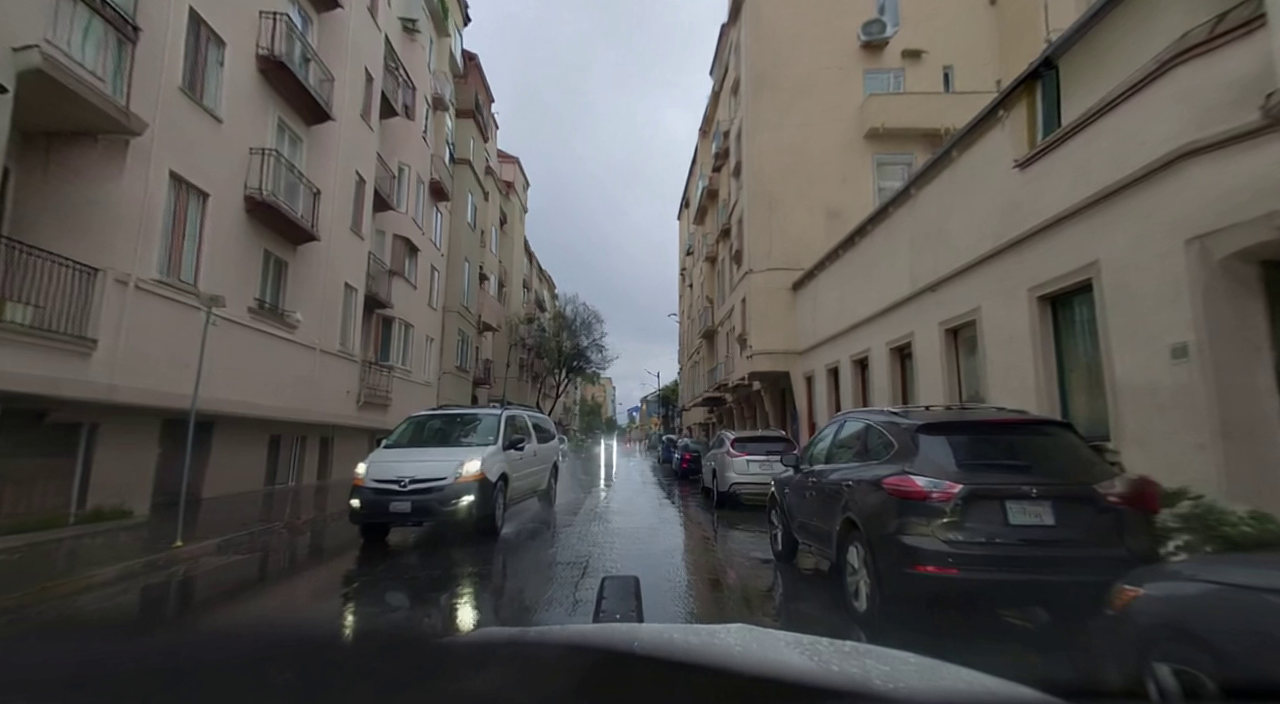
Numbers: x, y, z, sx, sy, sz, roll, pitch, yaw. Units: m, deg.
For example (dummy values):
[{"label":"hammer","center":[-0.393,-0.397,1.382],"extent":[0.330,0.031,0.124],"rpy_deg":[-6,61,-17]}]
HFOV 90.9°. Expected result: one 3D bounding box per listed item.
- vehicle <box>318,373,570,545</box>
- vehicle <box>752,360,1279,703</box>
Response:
[{"label":"vehicle","center":[-2.733,1.685,10.553],"extent":[2.195,2.103,5.420],"rpy_deg":[-1,-8,3]},{"label":"vehicle","center":[2.222,1.165,5.067],"extent":[1.897,1.717,4.028],"rpy_deg":[0,-8,0]}]
